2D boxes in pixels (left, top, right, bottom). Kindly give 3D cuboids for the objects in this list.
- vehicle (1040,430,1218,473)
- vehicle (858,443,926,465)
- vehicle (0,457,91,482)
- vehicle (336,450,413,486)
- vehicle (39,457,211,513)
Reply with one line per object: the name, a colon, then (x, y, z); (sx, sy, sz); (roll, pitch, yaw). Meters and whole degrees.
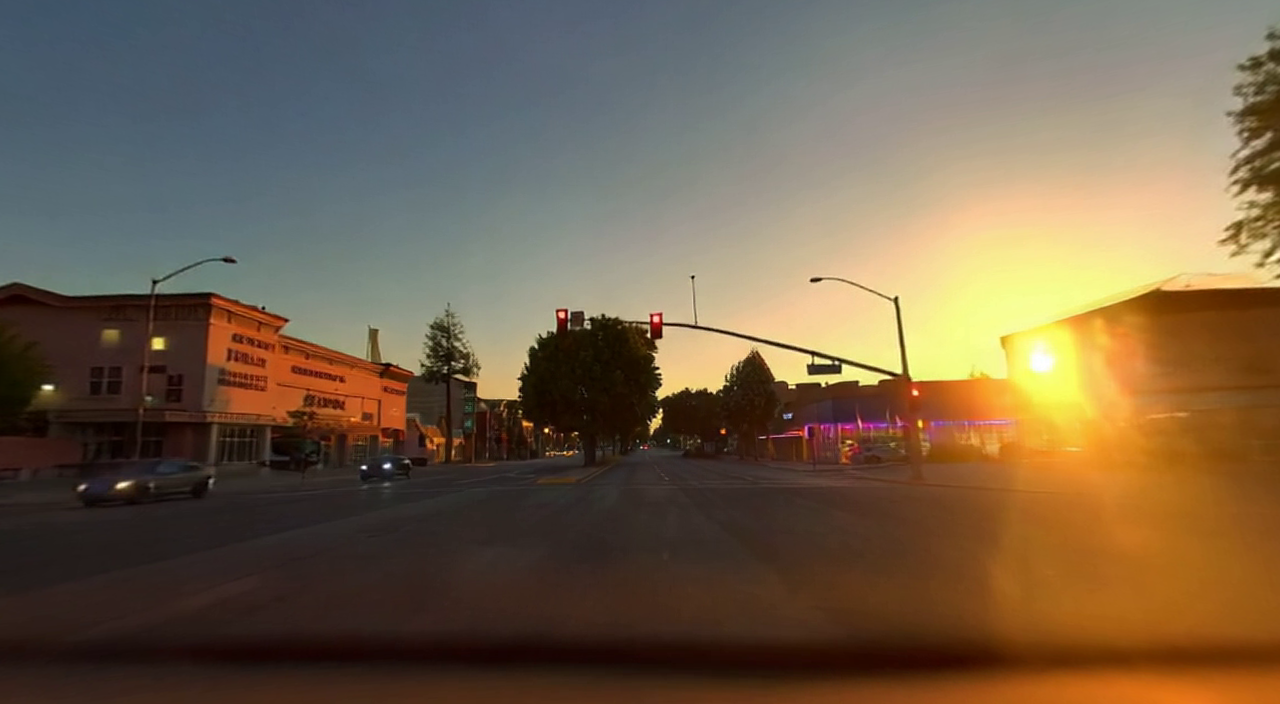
vehicle: (20.870, 4.270, 27.192); (5.587, 1.689, 2.605); (0, -9, -3)
vehicle: (19.801, 8.057, 49.832); (4.468, 1.635, 2.017); (0, -9, -3)
vehicle: (-43.275, 8.545, 46.153); (2.057, 1.628, 4.784); (0, -9, -2)
vehicle: (-12.979, 5.669, 31.212); (1.892, 1.639, 4.311); (0, -9, 1)
vehicle: (-16.662, 4.284, 20.821); (1.924, 1.557, 4.357); (0, -9, 1)
